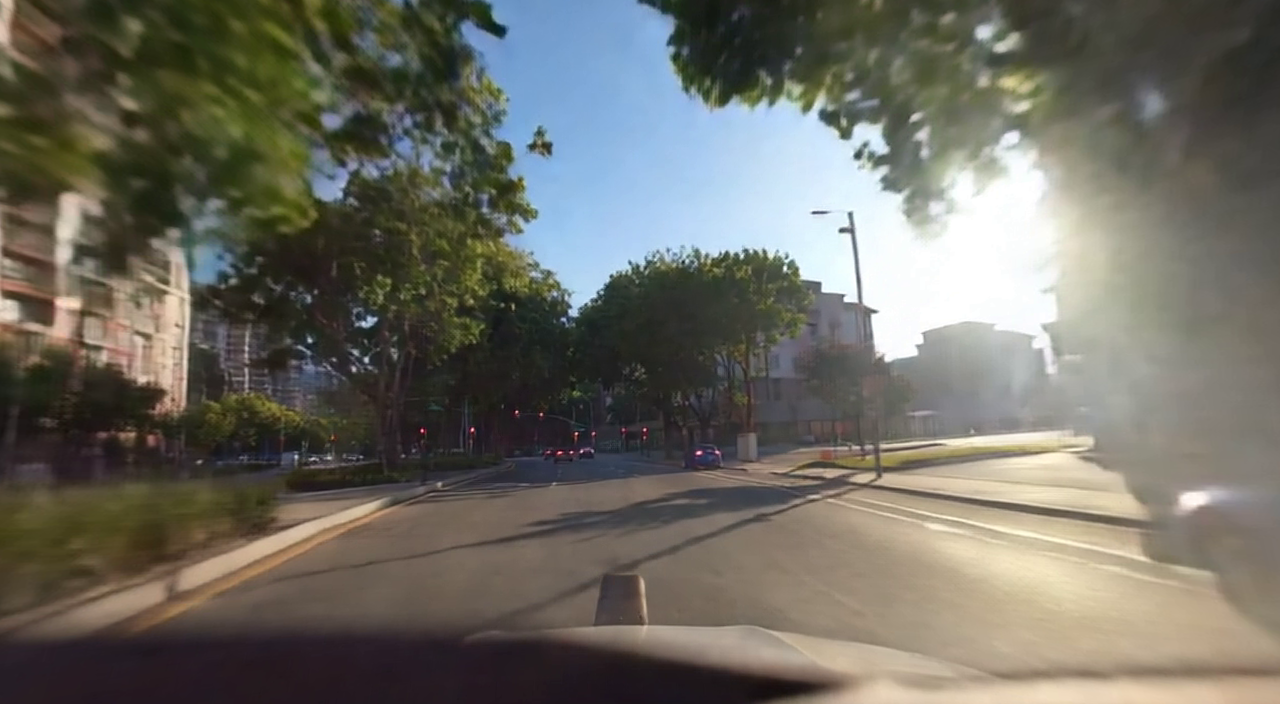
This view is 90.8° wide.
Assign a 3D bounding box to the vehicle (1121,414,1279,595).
[{"bbox_3d":[6.311,1.128,4.288,1.984,1.479,5.102,0,-8,-2],"label":"vehicle"}]

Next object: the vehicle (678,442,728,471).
[{"bbox_3d":[3.754,6.330,38.620,2.042,1.635,4.858,1,-8,-7],"label":"vehicle"}]
